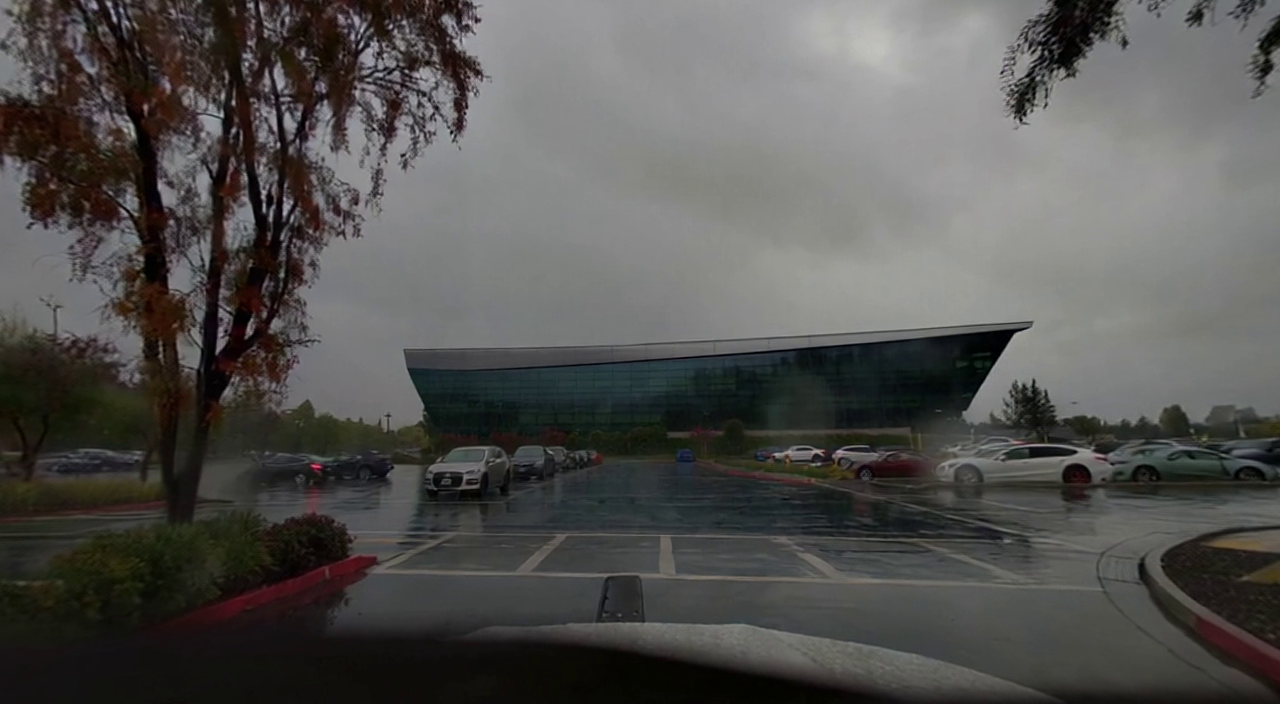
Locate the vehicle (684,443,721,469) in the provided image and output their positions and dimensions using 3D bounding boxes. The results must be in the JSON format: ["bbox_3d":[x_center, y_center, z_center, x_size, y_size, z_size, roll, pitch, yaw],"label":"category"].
[{"bbox_3d":[4.613,7.751,47.297,2.262,1.794,5.331,0,-8,1],"label":"vehicle"}]

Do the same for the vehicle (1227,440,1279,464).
[{"bbox_3d":[43.061,6.813,43.081,1.758,1.572,4.421,0,-8,1],"label":"vehicle"}]

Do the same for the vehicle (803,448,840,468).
[{"bbox_3d":[14.202,8.302,49.643,1.935,1.477,3.719,0,-8,3],"label":"vehicle"}]

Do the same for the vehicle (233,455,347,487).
[{"bbox_3d":[-16.742,5.695,30.361,4.331,1.437,1.876,0,-8,2],"label":"vehicle"}]

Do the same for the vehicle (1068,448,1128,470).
[{"bbox_3d":[31.292,7.308,43.260,1.519,1.371,3.278,0,-8,-1],"label":"vehicle"}]

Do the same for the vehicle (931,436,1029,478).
[{"bbox_3d":[16.477,5.097,30.975,2.048,1.852,4.998,0,-9,1],"label":"vehicle"}]

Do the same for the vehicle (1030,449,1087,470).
[{"bbox_3d":[28.318,7.287,42.885,1.495,1.371,3.336,0,-9,-1],"label":"vehicle"}]

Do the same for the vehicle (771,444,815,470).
[{"bbox_3d":[10.526,7.206,43.704,1.936,1.673,4.305,0,-8,0],"label":"vehicle"}]

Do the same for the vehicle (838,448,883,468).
[{"bbox_3d":[17.055,8.223,49.081,1.971,1.478,4.477,0,-8,1],"label":"vehicle"}]

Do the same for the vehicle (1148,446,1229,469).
[{"bbox_3d":[37.013,7.118,42.769,1.678,1.423,4.191,0,-8,-2],"label":"vehicle"}]

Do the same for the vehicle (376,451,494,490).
[{"bbox_3d":[-8.706,4.980,26.902,4.442,1.504,1.809,4,-10,-28],"label":"vehicle"}]
